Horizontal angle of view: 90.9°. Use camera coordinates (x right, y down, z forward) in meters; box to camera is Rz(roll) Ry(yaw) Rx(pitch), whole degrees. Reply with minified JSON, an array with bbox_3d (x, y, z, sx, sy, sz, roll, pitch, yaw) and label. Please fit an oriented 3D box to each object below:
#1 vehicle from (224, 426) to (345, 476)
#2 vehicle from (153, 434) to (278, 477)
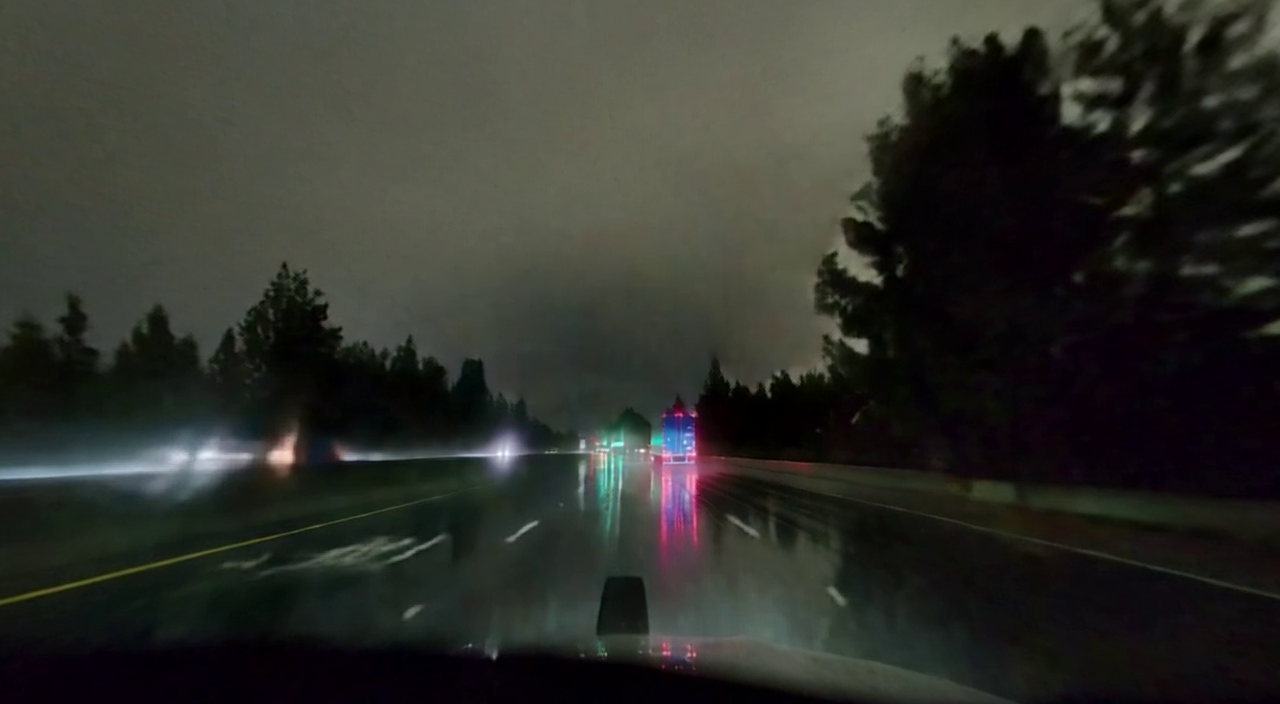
[{"bbox_3d":[-12.525,3.541,22.580,1.927,1.632,4.163,0,-9,-1],"label":"vehicle"},{"bbox_3d":[-16.314,3.999,24.529,1.954,1.495,4.177,0,-9,-1],"label":"vehicle"}]
